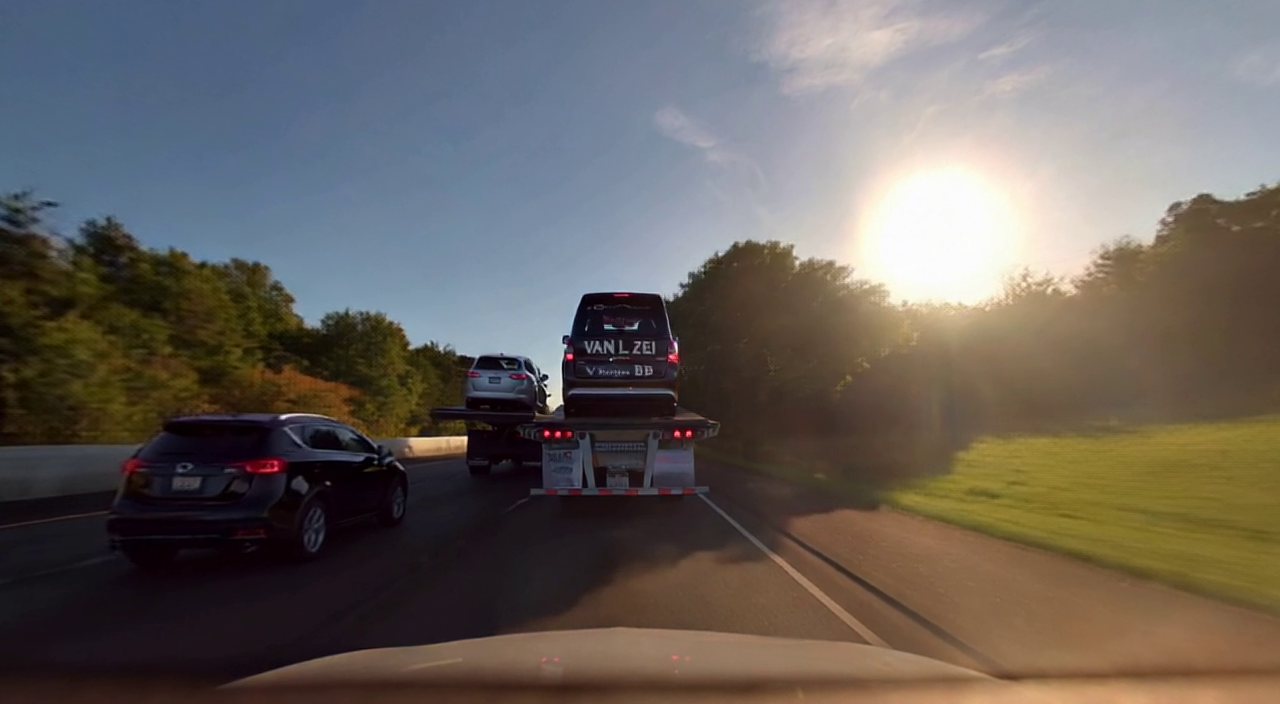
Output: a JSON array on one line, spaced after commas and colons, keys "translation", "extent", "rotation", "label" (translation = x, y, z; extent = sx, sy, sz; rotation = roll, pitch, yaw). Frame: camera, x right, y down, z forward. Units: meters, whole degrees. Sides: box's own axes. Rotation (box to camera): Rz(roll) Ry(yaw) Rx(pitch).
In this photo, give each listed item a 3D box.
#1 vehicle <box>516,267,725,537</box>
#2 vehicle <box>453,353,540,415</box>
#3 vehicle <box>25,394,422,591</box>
[{"translation": [-0.387, 1.221, 13.067], "extent": [2.738, 3.628, 9.223], "rotation": [0, -7, -2], "label": "vehicle"}, {"translation": [-4.787, 1.215, 21.793], "extent": [2.118, 1.799, 4.591], "rotation": [0, -7, -3], "label": "vehicle"}, {"translation": [-4.335, 1.484, 7.636], "extent": [1.914, 1.675, 4.331], "rotation": [0, -7, -2], "label": "vehicle"}]
